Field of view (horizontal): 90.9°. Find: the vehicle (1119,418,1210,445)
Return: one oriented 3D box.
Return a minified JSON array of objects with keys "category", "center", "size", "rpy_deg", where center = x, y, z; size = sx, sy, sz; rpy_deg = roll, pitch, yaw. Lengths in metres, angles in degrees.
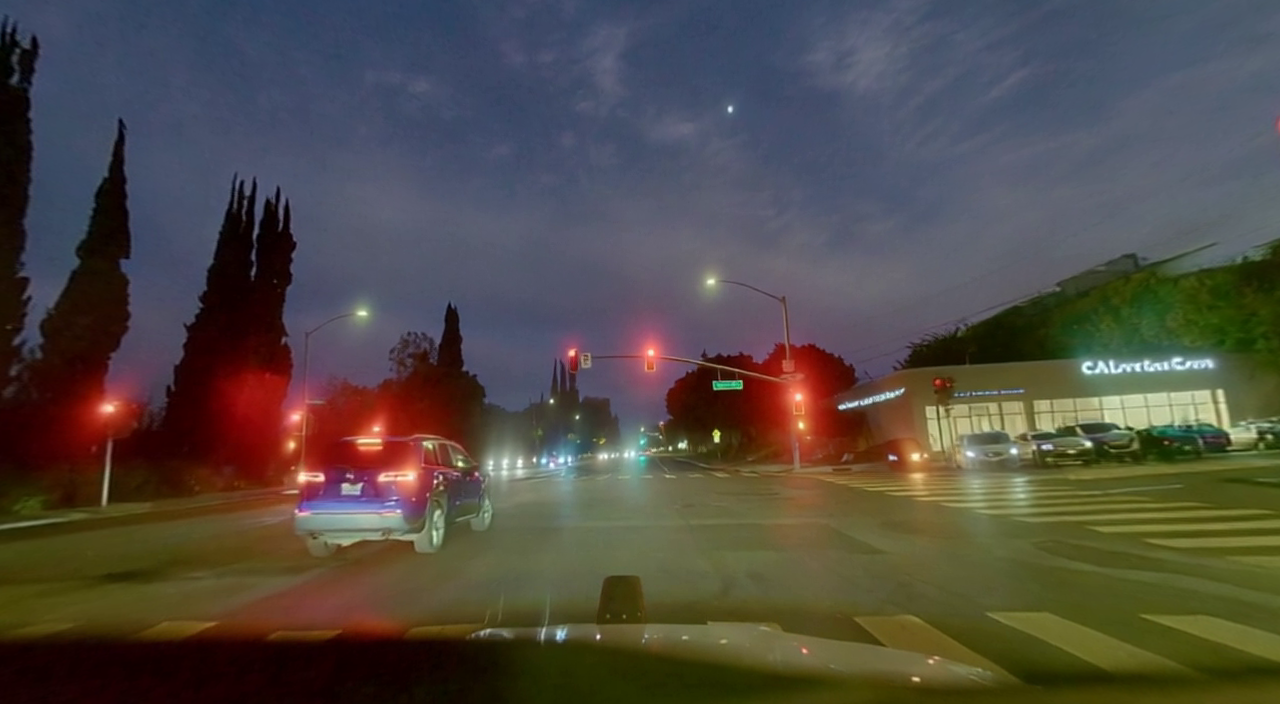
[{"category":"vehicle","center":[31.179,4.789,37.635],"size":[1.823,1.480,4.003],"rpy_deg":[0,-9,-3]}]

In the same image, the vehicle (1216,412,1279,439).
[{"category":"vehicle","center":[38.332,4.504,38.483],"size":[1.715,1.480,4.701],"rpy_deg":[-1,-9,-1]}]

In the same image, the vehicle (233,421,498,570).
[{"category":"vehicle","center":[-3.594,1.952,9.384],"size":[1.934,1.649,4.490],"rpy_deg":[0,-9,0]}]

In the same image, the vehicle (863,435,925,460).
[{"category":"vehicle","center":[17.281,6.491,42.956],"size":[3.329,1.415,1.821],"rpy_deg":[-5,-9,3]}]

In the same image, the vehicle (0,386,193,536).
[{"category":"vehicle","center":[-16.518,2.631,15.273],"size":[3.161,3.455,11.058],"rpy_deg":[0,-9,0]}]

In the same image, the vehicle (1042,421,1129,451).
[{"category":"vehicle","center":[26.458,5.037,37.633],"size":[2.011,1.656,4.163],"rpy_deg":[0,-9,-2]}]

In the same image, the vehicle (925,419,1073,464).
[{"category":"vehicle","center":[13.906,3.496,24.623],"size":[4.566,1.670,2.000],"rpy_deg":[0,-9,-3]}]
